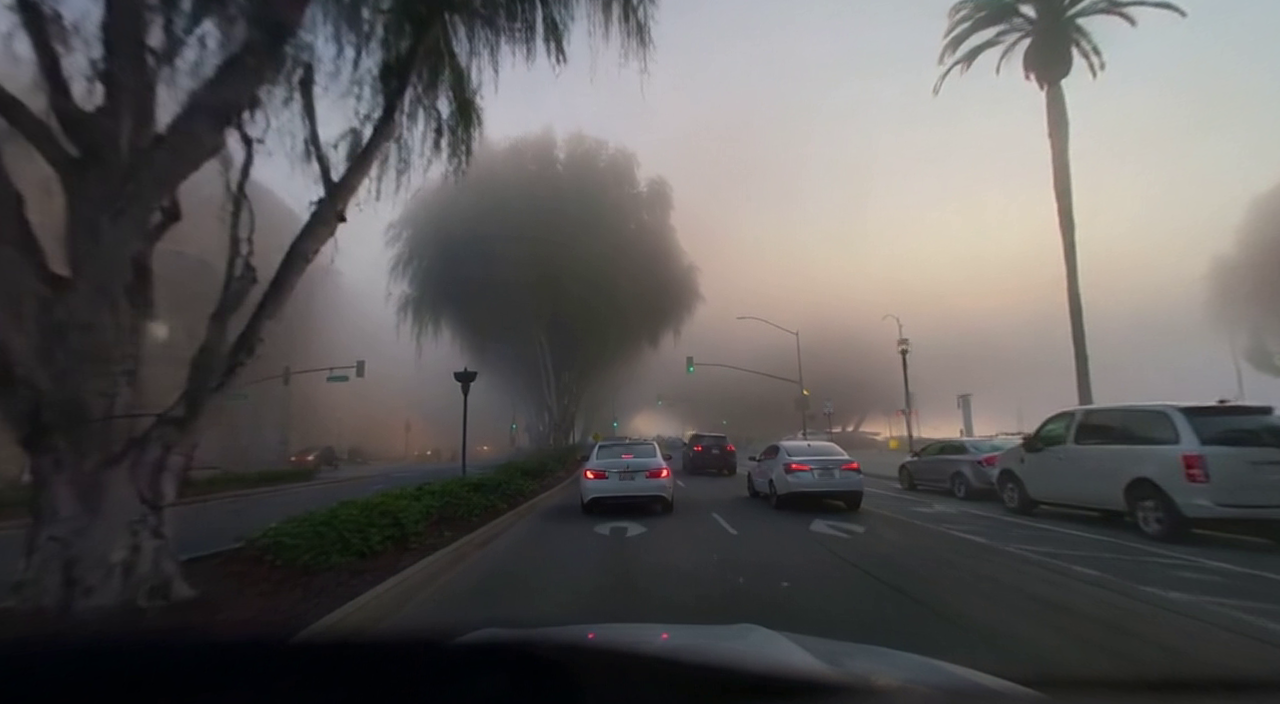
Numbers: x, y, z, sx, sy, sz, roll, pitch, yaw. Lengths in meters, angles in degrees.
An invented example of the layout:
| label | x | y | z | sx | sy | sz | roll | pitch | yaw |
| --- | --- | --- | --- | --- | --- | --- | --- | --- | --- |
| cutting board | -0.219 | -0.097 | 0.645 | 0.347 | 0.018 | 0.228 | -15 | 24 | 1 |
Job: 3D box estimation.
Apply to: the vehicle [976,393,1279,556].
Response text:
| label | x | y | z | sx | sy | sz | roll | pitch | yaw |
| --- | --- | --- | --- | --- | --- | --- | --- | --- | --- |
| vehicle | 8.023 | 1.762 | 10.180 | 2.200 | 1.933 | 5.123 | 0 | -7 | -2 |

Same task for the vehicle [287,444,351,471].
| label | x | y | z | sx | sy | sz | roll | pitch | yaw |
| --- | --- | --- | --- | --- | --- | --- | --- | --- | --- |
| vehicle | -21.379 | 7.055 | 42.318 | 1.958 | 1.675 | 4.389 | 0 | -8 | 0 |

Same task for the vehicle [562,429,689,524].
| label | x | y | z | sx | sy | sz | roll | pitch | yaw |
| --- | --- | --- | --- | --- | --- | --- | --- | --- | --- |
| vehicle | -0.257 | 2.305 | 12.190 | 2.050 | 1.521 | 3.747 | 0 | -8 | -1 |

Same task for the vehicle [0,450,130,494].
| label | x | y | z | sx | sy | sz | roll | pitch | yaw |
| --- | --- | --- | --- | --- | --- | --- | --- | --- | --- |
| vehicle | -24.429 | 5.017 | 26.797 | 1.870 | 1.636 | 4.375 | 0 | -8 | 0 |

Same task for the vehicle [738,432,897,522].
| label | x | y | z | sx | sy | sz | roll | pitch | yaw |
| --- | --- | --- | --- | --- | --- | --- | --- | --- | --- |
| vehicle | 3.248 | 2.374 | 12.546 | 1.833 | 1.465 | 4.258 | 0 | -8 | -1 |

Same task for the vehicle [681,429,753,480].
| label | x | y | z | sx | sy | sz | roll | pitch | yaw |
| --- | --- | --- | --- | --- | --- | --- | --- | --- | --- |
| vehicle | 3.137 | 4.429 | 27.640 | 2.127 | 1.854 | 7.971 | 0 | -8 | 0 |
